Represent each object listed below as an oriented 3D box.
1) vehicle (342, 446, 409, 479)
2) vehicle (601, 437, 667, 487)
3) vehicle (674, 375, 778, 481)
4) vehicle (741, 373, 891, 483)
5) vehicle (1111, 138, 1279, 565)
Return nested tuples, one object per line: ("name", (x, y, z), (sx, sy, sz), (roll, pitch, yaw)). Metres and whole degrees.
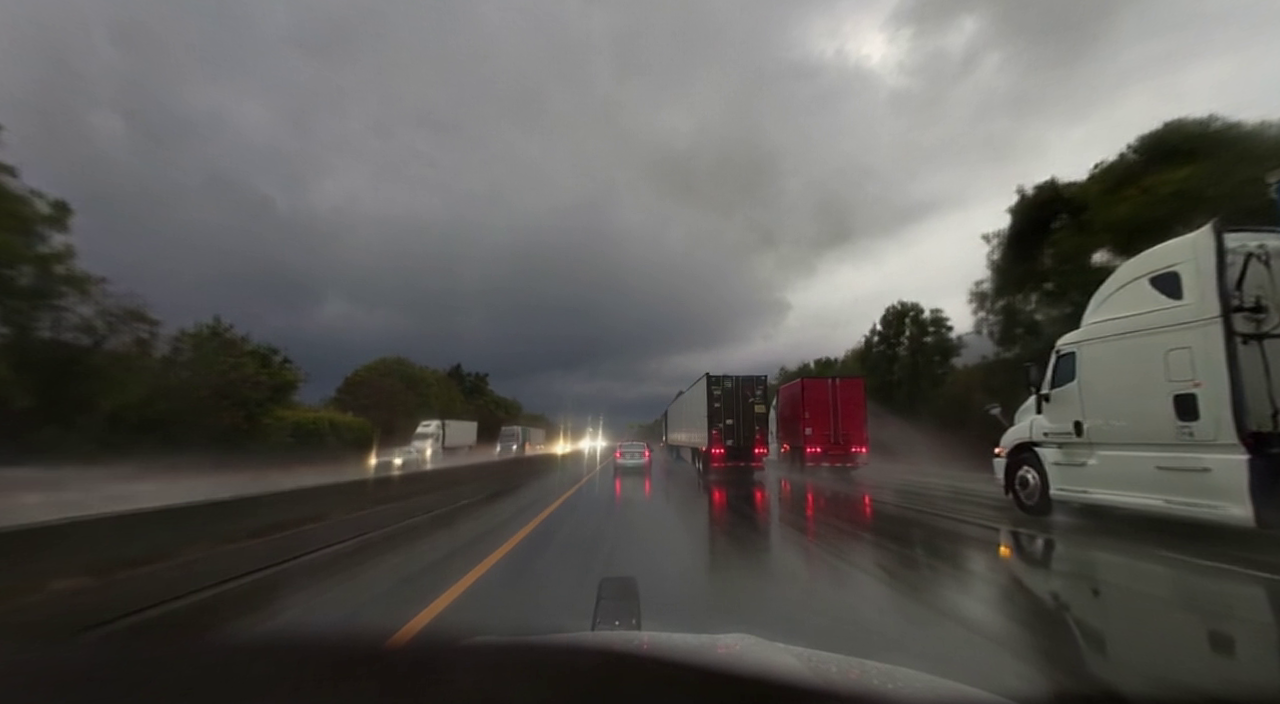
("vehicle", (-12.790, 5.357, 30.718), (1.767, 1.442, 3.559), (0, -8, -1))
("vehicle", (-0.238, 3.633, 21.208), (2.038, 1.477, 3.773), (0, -8, -2))
("vehicle", (3.711, 3.878, 31.683), (2.888, 4.099, 14.183), (0, -8, -2))
("vehicle", (7.731, 3.780, 30.771), (2.876, 4.111, 14.145), (0, -8, -2))
("vehicle", (8.171, -0.686, 1.318), (3.110, 4.308, 14.260), (0, -8, -1))
